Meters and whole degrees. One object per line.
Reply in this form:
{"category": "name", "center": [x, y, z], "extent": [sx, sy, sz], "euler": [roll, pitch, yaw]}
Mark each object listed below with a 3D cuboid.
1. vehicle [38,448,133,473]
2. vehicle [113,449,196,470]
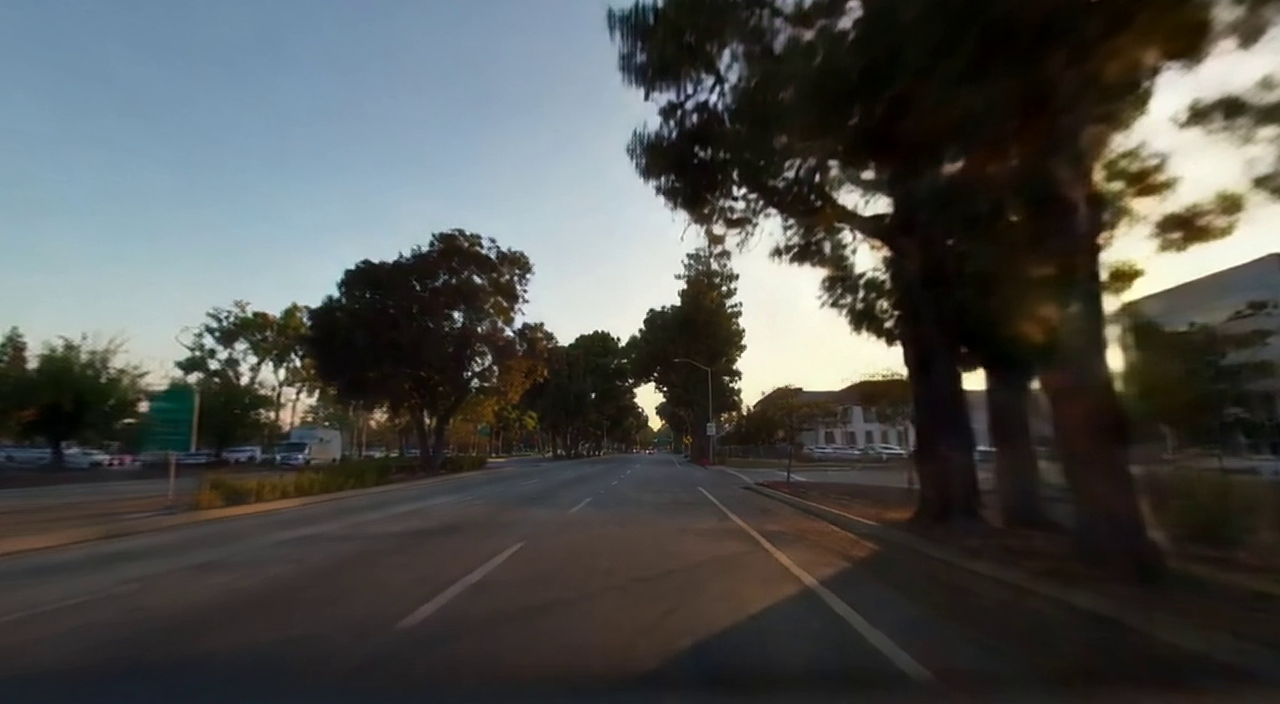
{"category": "vehicle", "center": [-35.194, 6.867, 40.103], "extent": [4.261, 1.480, 2.026], "euler": [-1, -8, 4]}
{"category": "vehicle", "center": [-34.482, 7.656, 44.851], "extent": [4.276, 1.404, 1.978], "euler": [-1, -8, 4]}
